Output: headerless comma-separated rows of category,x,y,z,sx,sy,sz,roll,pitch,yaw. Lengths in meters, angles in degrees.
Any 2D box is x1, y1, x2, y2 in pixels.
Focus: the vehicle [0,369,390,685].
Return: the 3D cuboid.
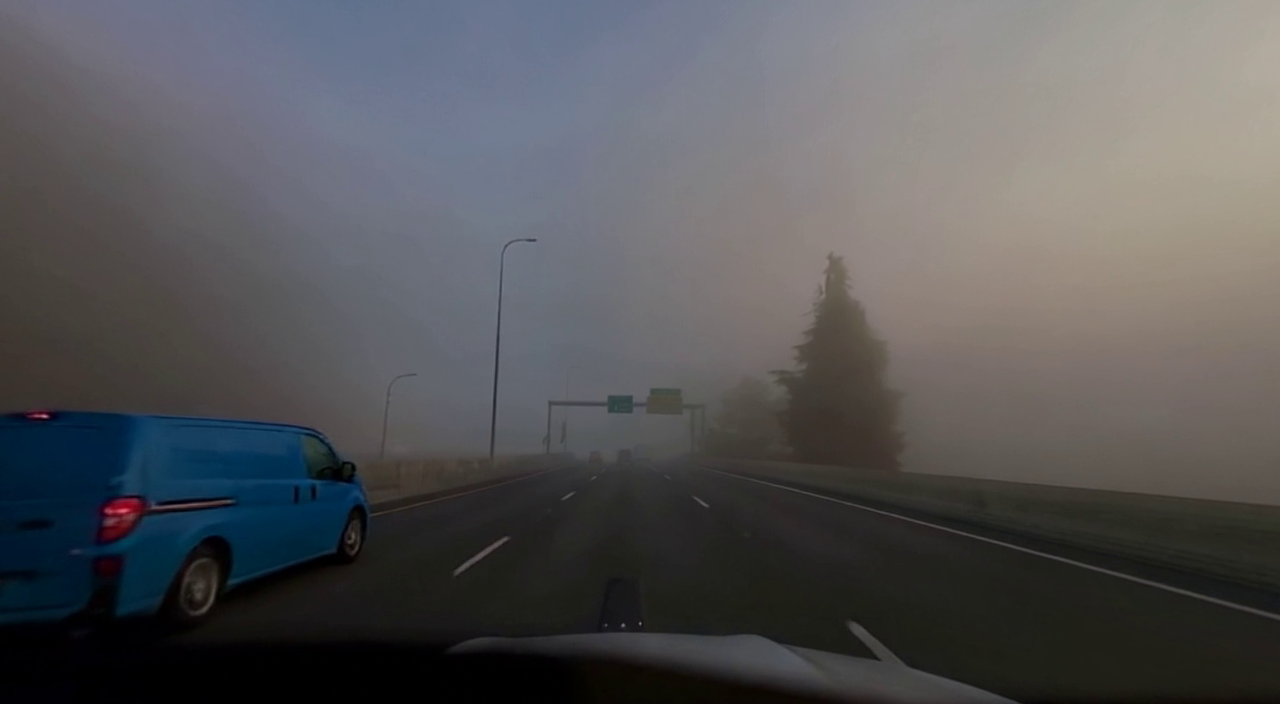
vehicle,-4.181,1.325,5.839,1.971,1.795,4.389,0,-9,-1
